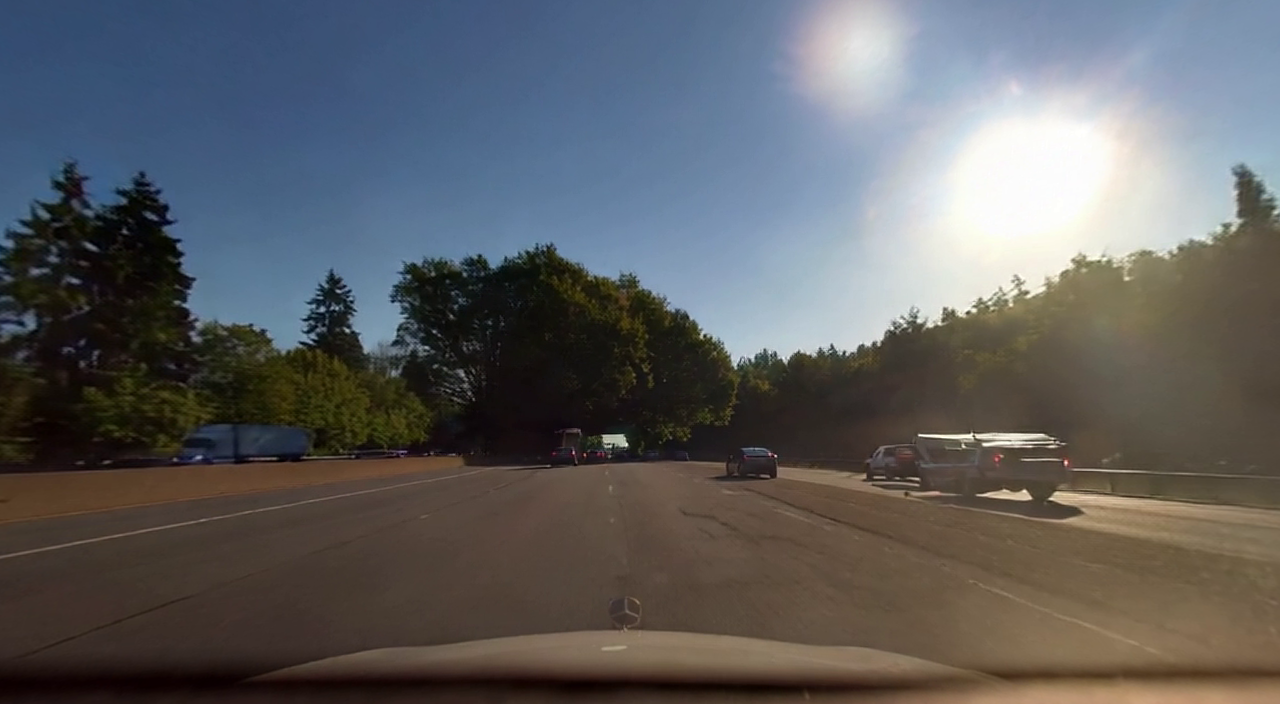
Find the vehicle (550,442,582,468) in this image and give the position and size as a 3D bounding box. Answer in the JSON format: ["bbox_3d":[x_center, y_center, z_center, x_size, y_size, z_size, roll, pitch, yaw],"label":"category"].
[{"bbox_3d":[-5.419,7.628,46.738,2.167,1.847,4.097,0,-9,-5],"label":"vehicle"}]

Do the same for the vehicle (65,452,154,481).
[{"bbox_3d":[-31.135,6.713,37.138,1.827,1.563,4.222,1,-9,-6],"label":"vehicle"}]

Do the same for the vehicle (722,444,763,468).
[{"bbox_3d":[7.281,7.457,45.179,1.989,1.591,4.348,0,-9,-4],"label":"vehicle"}]
